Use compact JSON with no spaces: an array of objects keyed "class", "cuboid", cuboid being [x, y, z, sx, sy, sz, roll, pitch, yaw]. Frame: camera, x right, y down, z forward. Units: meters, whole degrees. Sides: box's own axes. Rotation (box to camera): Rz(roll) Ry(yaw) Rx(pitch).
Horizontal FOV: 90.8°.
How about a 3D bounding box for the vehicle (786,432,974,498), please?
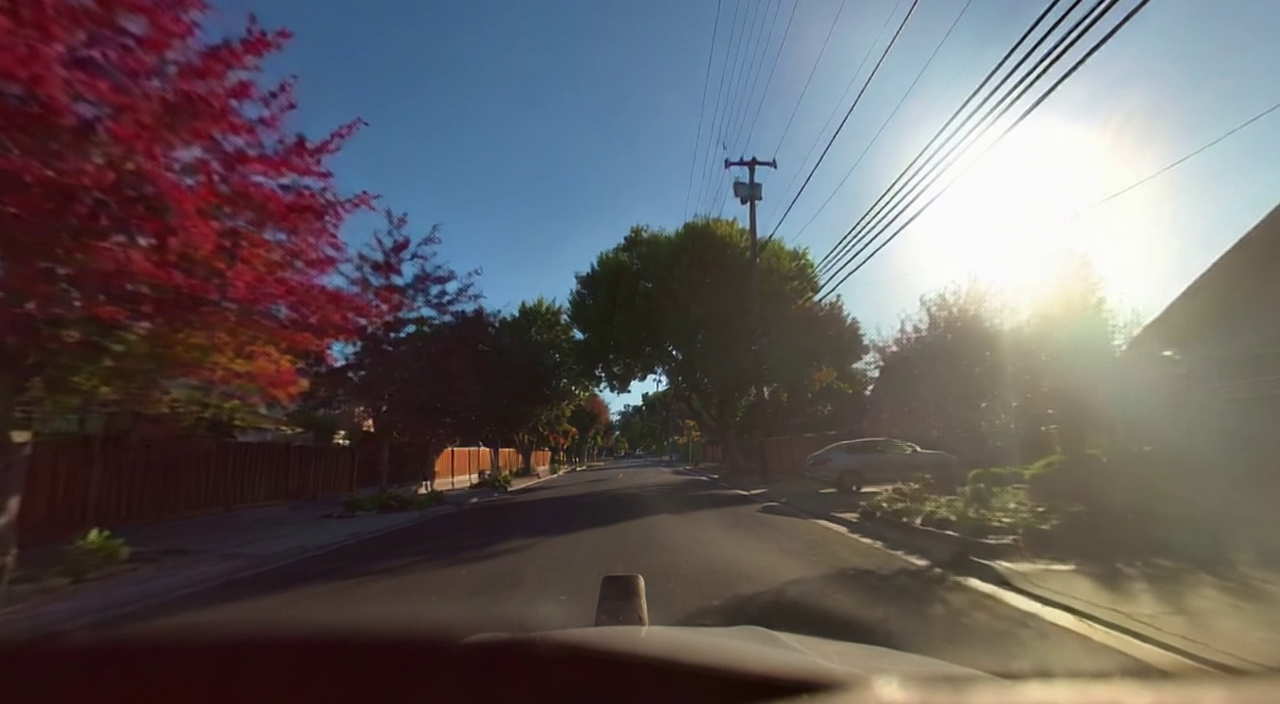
[{"class":"vehicle","cuboid":[7.050,3.389,19.054,4.806,1.851,2.050,0,-9,2]}]
